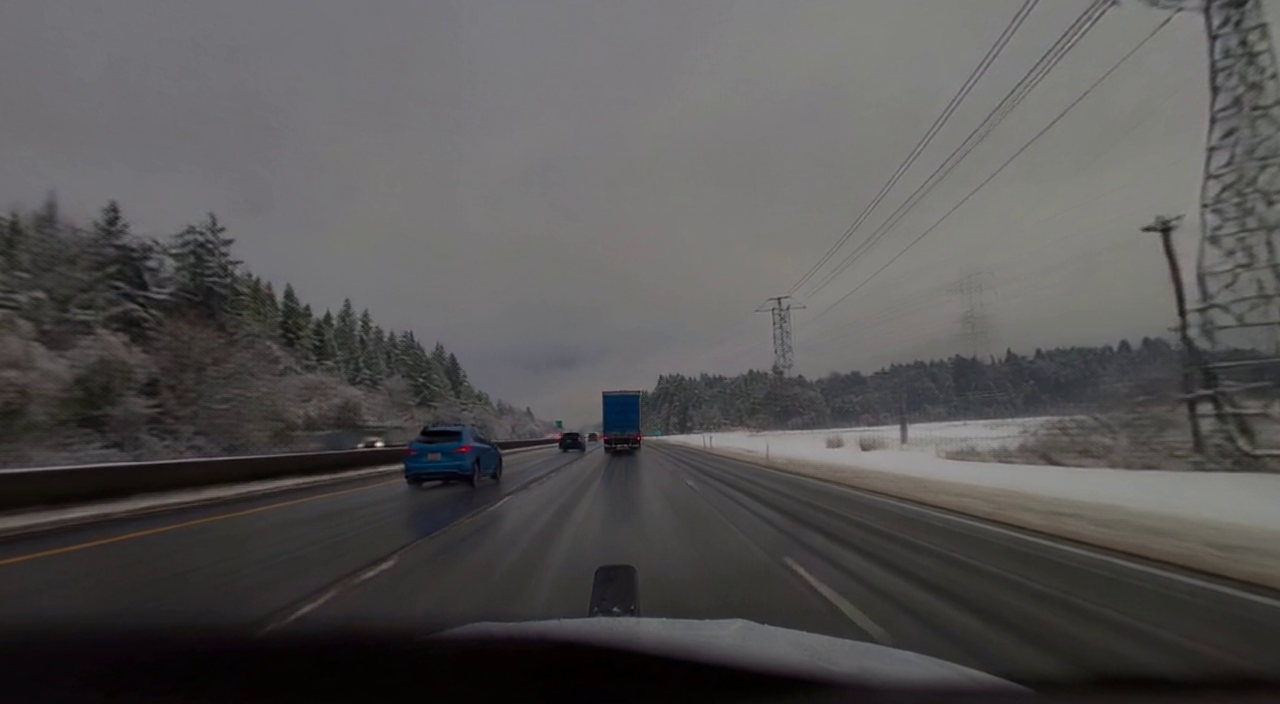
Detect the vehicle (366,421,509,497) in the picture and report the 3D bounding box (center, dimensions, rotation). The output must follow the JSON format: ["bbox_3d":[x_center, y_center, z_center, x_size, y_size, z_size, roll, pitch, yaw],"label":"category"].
[{"bbox_3d":[-4.803,2.589,15.751,2.117,1.618,4.480,0,-8,-1],"label":"vehicle"}]

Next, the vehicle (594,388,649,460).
[{"bbox_3d":[-1.122,4.524,38.865,2.955,3.851,9.915,0,-8,-2],"label":"vehicle"}]
